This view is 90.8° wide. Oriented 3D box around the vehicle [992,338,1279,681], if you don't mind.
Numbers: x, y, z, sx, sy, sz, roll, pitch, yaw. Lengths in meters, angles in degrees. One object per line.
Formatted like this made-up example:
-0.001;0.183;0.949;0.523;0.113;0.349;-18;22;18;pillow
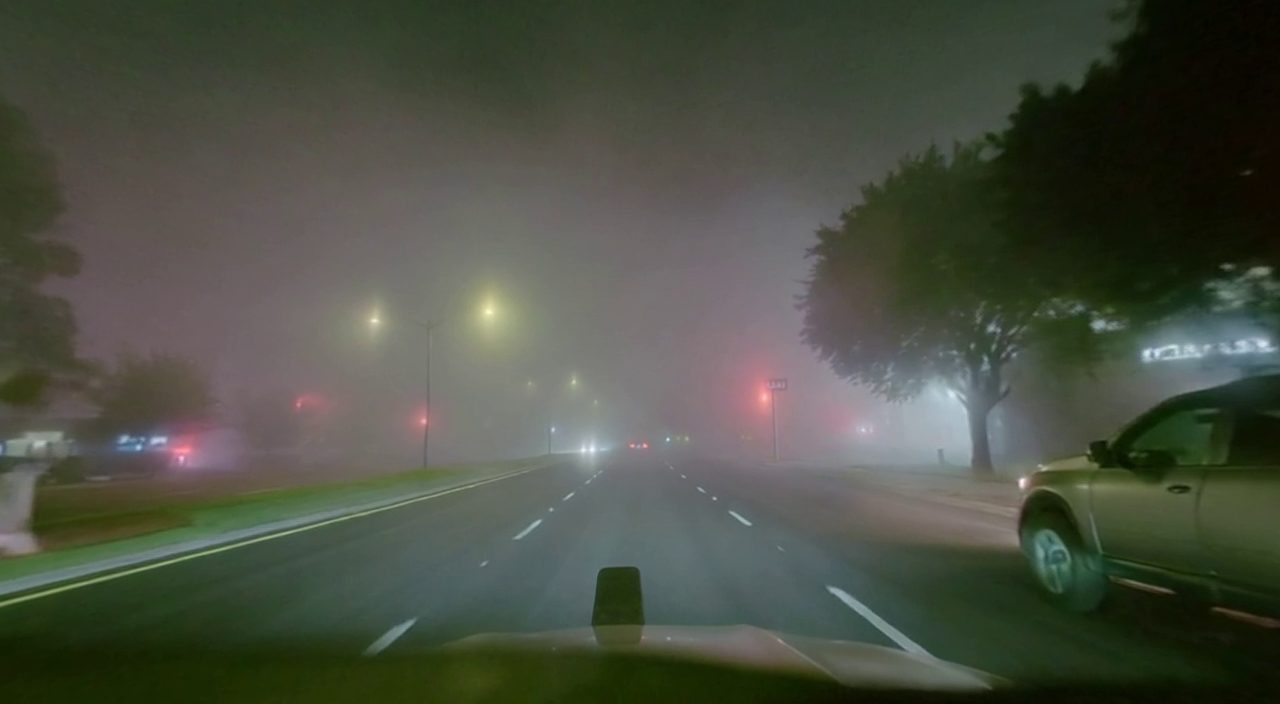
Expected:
4.782;0.949;3.910;2.185;1.956;5.128;0;-8;0;vehicle

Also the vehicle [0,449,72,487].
-29.313;5.494;30.343;1.814;1.653;4.409;4;-9;-27;vehicle
